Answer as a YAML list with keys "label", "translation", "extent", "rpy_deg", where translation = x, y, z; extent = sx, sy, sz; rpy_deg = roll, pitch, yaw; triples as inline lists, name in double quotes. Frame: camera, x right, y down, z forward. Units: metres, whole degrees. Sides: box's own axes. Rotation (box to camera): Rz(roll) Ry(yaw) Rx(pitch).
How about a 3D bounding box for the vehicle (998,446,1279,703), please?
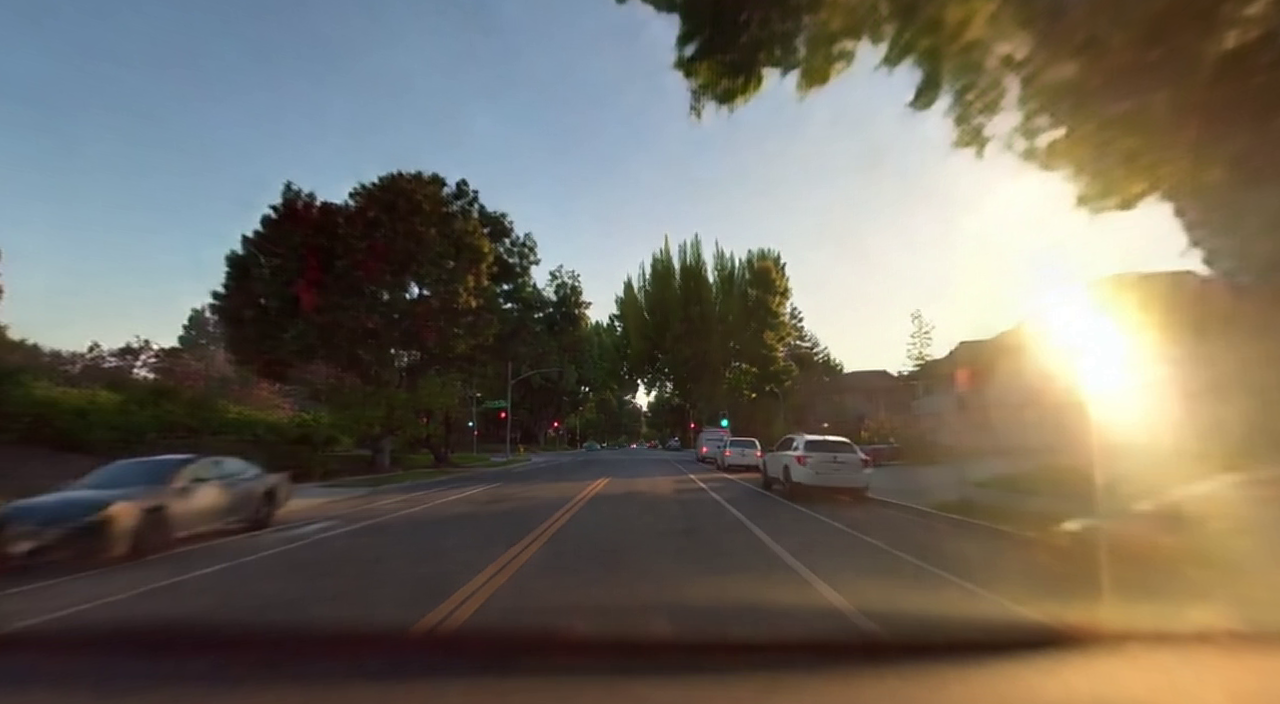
- label: "vehicle"
  translation: [4.478, 1.262, 3.647]
  extent: [2.070, 1.411, 4.635]
  rpy_deg: [0, -8, 0]

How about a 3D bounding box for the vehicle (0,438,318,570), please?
- label: "vehicle"
  translation: [-7.134, 2.091, 9.552]
  extent: [2.041, 1.489, 4.439]
  rpy_deg: [-1, -8, 2]

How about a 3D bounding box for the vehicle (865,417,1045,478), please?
- label: "vehicle"
  translation: [10.642, 3.286, 21.636]
  extent: [4.938, 1.950, 2.155]
  rpy_deg: [0, -8, 1]

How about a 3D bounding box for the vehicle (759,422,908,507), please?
- label: "vehicle"
  translation: [4.673, 2.811, 16.199]
  extent: [2.279, 1.829, 4.859]
  rpy_deg: [0, -8, 0]

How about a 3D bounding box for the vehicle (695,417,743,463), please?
- label: "vehicle"
  translation: [5.089, 5.776, 41.298]
  extent: [2.398, 2.806, 4.857]
  rpy_deg: [0, -8, -1]

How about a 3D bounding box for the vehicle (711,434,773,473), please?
- label: "vehicle"
  translation: [4.852, 4.899, 30.694]
  extent: [2.202, 1.712, 4.813]
  rpy_deg: [0, -8, 0]
